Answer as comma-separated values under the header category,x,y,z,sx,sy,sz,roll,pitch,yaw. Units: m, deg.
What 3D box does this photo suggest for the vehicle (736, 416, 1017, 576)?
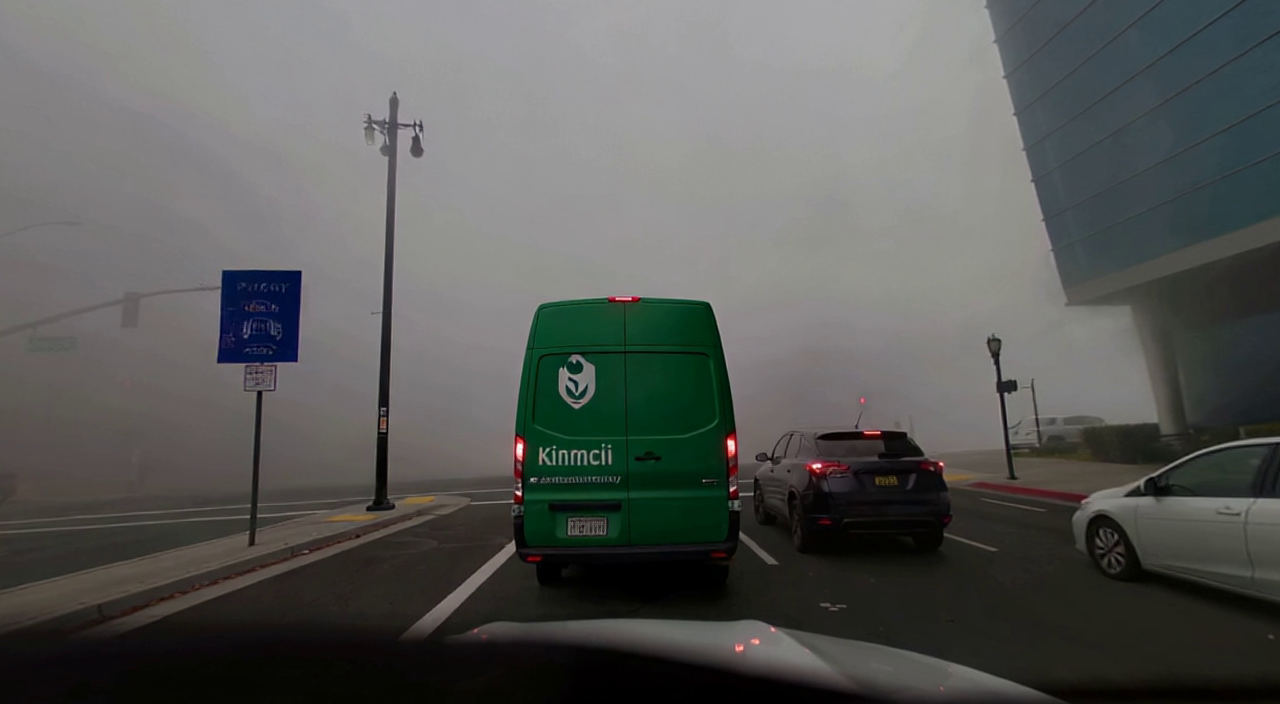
category,x,y,z,sx,sy,sz,roll,pitch,yaw
vehicle,2.877,1.868,9.055,2.183,1.676,4.506,0,-8,-1

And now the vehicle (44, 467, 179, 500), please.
category,x,y,z,sx,sy,sz,roll,pitch,yaw
vehicle,-27.191,6.750,32.687,4.888,1.481,1.873,2,-9,-14

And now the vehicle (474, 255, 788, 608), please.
category,x,y,z,sx,sy,sz,roll,pitch,yaw
vehicle,-0.036,1.169,9.105,2.613,3.035,7.342,0,-8,1

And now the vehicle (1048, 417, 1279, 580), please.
category,x,y,z,sx,sy,sz,roll,pitch,yaw
vehicle,7.527,1.588,7.019,1.963,1.669,4.678,3,-9,-20
